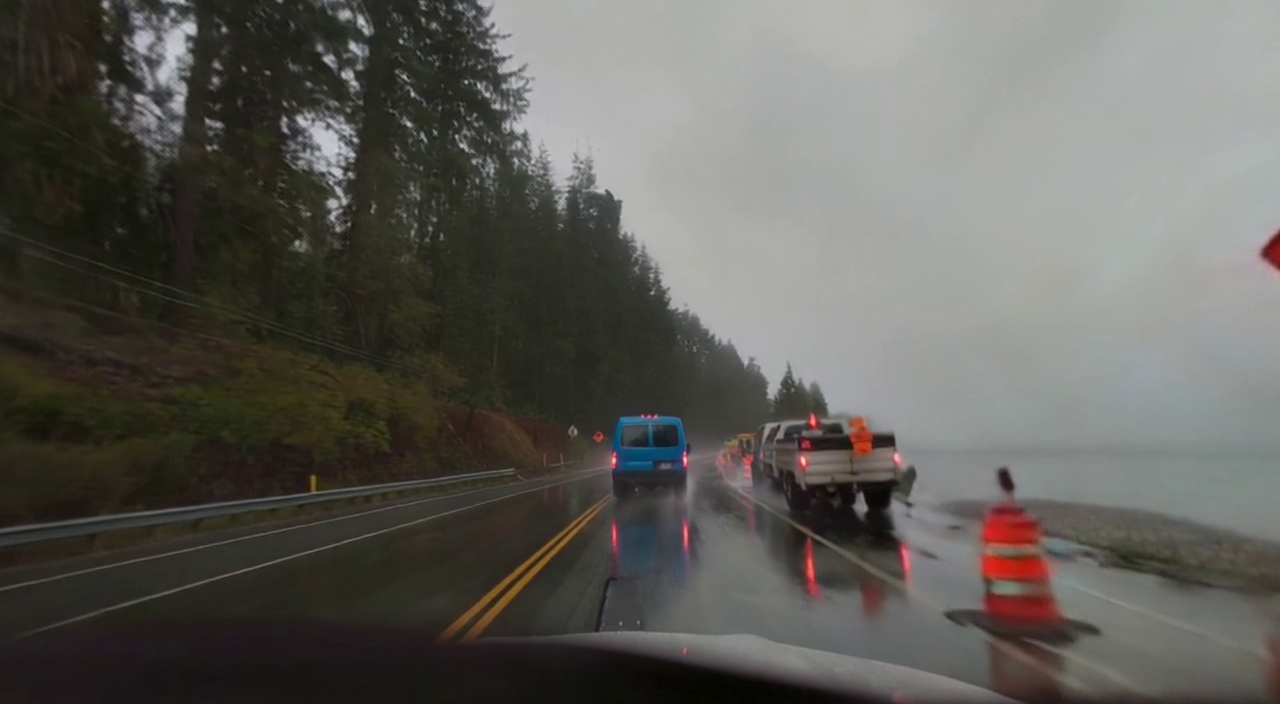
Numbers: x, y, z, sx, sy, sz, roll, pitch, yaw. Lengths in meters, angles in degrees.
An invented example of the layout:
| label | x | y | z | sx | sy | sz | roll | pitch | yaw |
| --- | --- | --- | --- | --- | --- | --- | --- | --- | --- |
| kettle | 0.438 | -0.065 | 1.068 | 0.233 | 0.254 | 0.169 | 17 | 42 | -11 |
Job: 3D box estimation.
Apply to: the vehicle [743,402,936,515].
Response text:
| label | x | y | z | sx | sy | sz | roll | pitch | yaw |
| --- | --- | --- | --- | --- | --- | --- | --- | --- | --- |
| vehicle | 4.259 | 2.517 | 15.440 | 2.833 | 2.033 | 7.668 | -1 | -9 | 5 |

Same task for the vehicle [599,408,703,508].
| label | x | y | z | sx | sy | sz | roll | pitch | yaw |
| --- | --- | --- | --- | --- | --- | --- | --- | --- | --- |
| vehicle | 0.459 | 2.782 | 16.966 | 2.362 | 2.247 | 4.892 | -1 | -9 | 5 |
